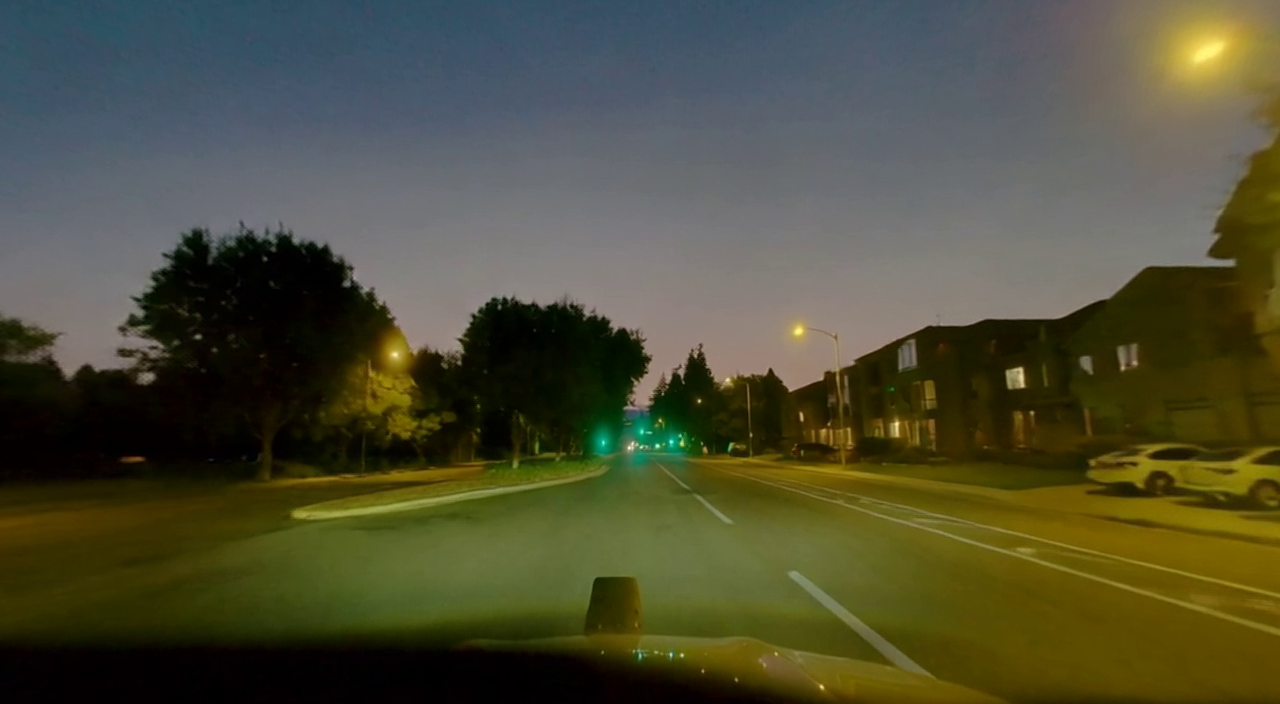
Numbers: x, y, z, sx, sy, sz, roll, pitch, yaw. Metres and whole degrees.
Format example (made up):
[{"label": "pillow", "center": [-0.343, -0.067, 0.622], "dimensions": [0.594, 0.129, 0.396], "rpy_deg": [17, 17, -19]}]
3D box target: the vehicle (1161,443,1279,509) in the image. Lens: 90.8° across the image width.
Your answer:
[{"label": "vehicle", "center": [15.774, 2.957, 15.255], "dimensions": [4.592, 1.472, 2.009], "rpy_deg": [0, -9, -1]}]
